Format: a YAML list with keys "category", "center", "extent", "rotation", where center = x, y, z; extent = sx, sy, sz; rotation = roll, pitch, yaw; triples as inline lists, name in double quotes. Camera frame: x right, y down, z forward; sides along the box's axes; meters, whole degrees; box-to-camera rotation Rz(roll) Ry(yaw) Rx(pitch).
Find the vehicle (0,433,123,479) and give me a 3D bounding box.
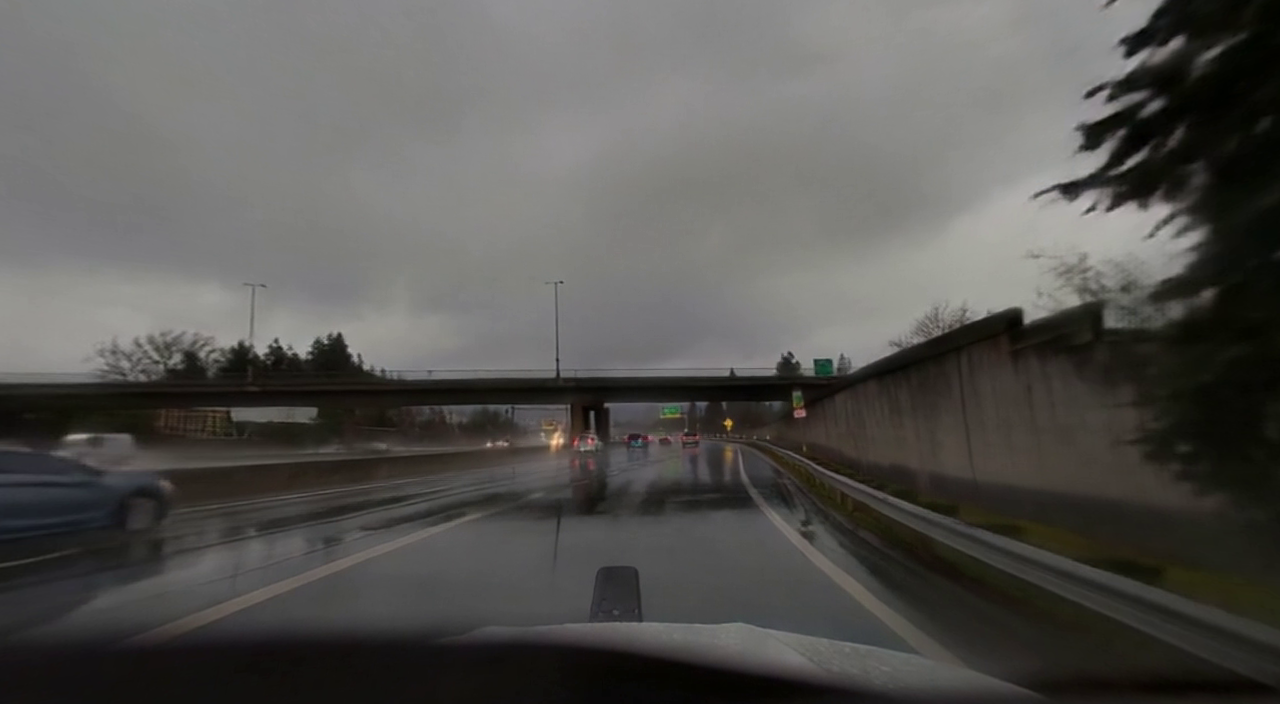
- category: "vehicle"
  center: [-26.389, 4.567, 28.063]
  extent: [2.069, 1.855, 4.805]
  rotation: [-1, -8, 8]
